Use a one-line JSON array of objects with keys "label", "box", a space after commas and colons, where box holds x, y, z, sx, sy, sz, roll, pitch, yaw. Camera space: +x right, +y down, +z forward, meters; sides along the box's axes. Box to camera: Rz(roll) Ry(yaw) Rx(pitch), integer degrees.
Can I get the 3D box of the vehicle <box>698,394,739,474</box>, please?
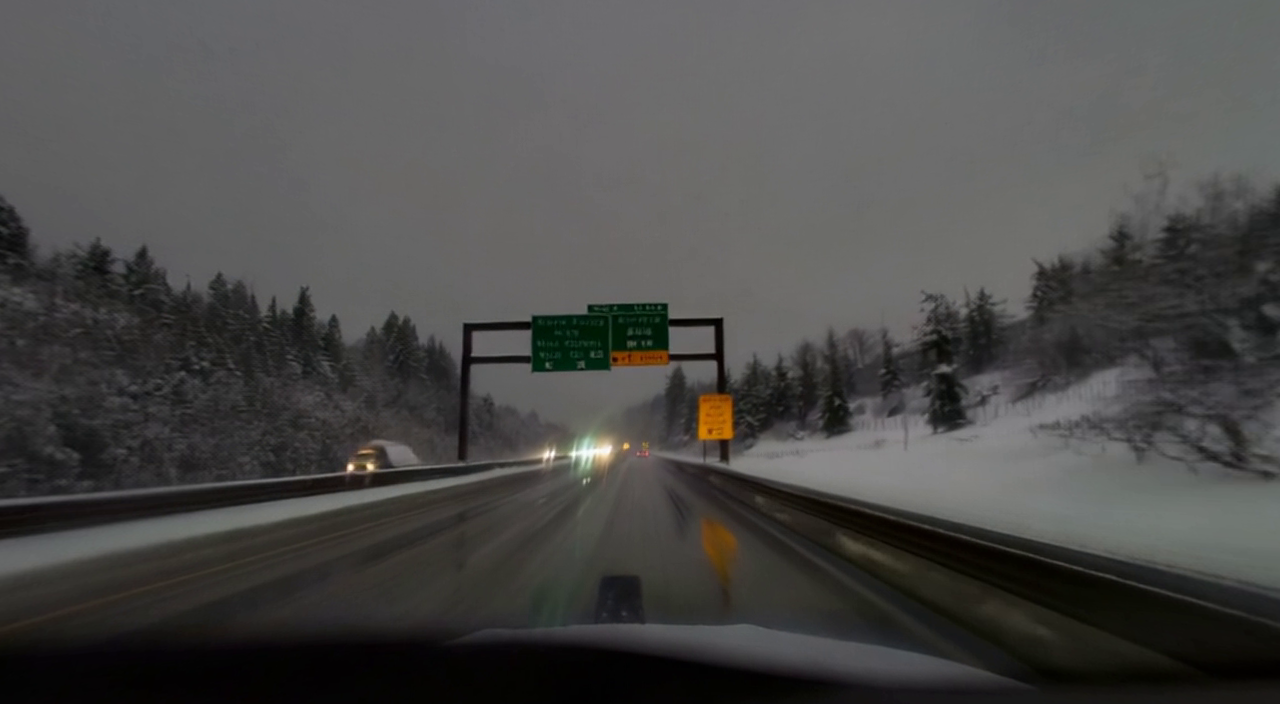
[{"label": "vehicle", "box": [4.143, 4.410, 33.745, 1.697, 3.935, 4.195, -2, -9, 3]}]
